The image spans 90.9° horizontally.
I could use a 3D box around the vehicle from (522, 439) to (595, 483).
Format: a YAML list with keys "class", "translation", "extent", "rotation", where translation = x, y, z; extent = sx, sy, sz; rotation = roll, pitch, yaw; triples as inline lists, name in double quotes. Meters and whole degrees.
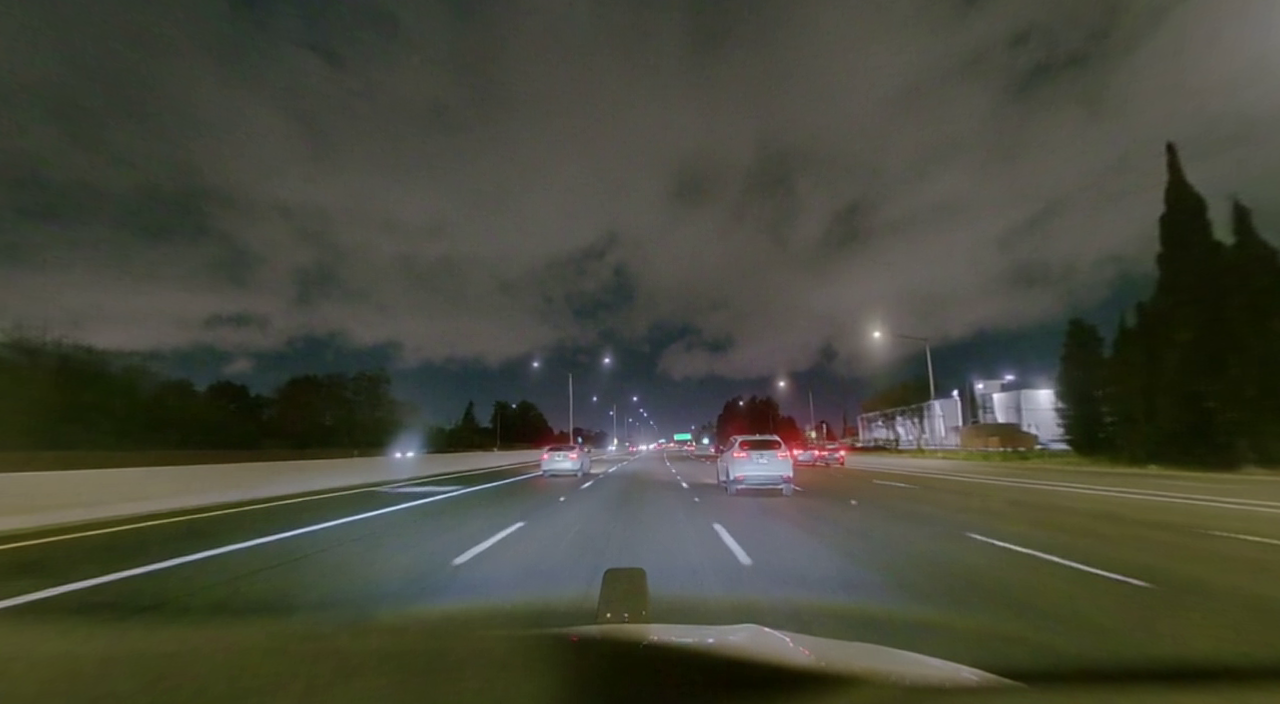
- class: "vehicle"
  translation: [-3.073, 4.240, 24.879]
  extent: [2.080, 1.542, 4.718]
  rotation: [-1, -8, 2]

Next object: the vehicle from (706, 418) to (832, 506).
- class: "vehicle"
  translation: [3.025, 2.713, 15.979]
  extent: [2.148, 1.852, 4.835]
  rotation: [0, -8, 0]
